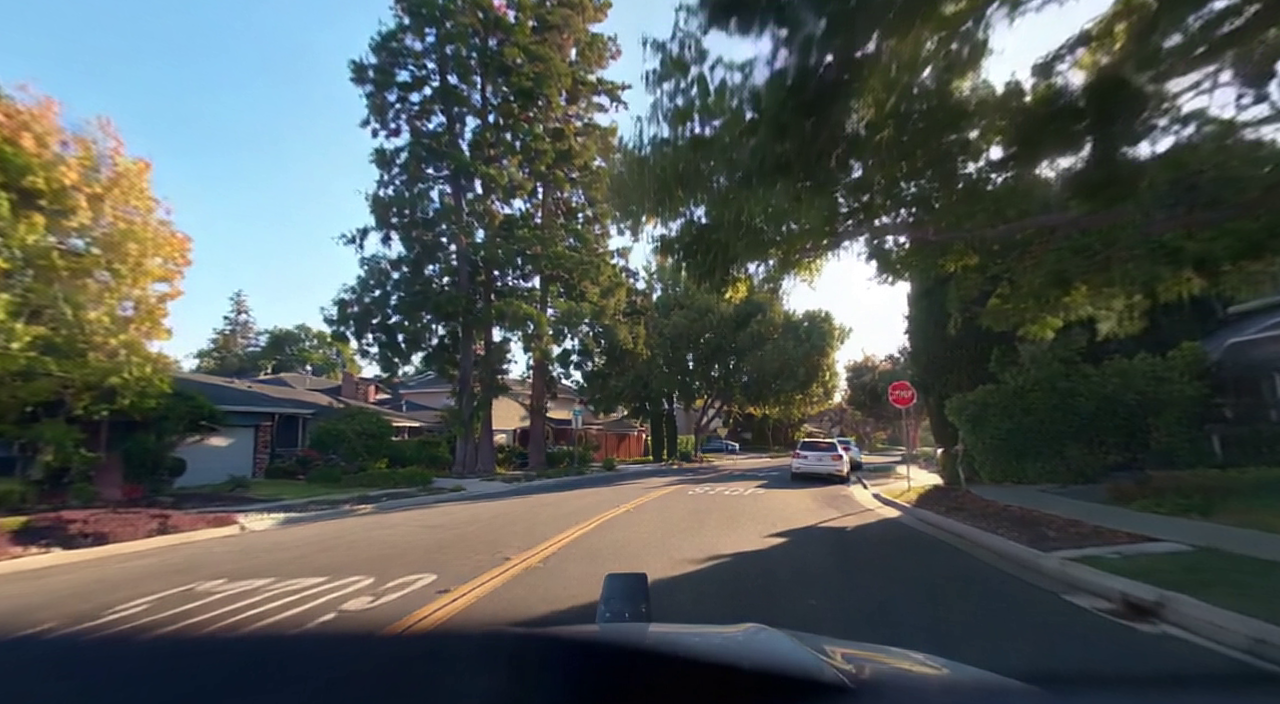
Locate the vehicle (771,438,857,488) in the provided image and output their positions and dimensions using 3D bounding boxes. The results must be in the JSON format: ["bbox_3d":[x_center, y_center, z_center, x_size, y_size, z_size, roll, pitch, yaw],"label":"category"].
[{"bbox_3d":[6.663,4.094,23.702,2.692,1.649,4.689,-3,-9,19],"label":"vehicle"}]

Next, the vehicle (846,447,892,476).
[{"bbox_3d":[13.341,6.331,36.570,2.083,1.493,5.037,-3,-10,24],"label":"vehicle"}]
